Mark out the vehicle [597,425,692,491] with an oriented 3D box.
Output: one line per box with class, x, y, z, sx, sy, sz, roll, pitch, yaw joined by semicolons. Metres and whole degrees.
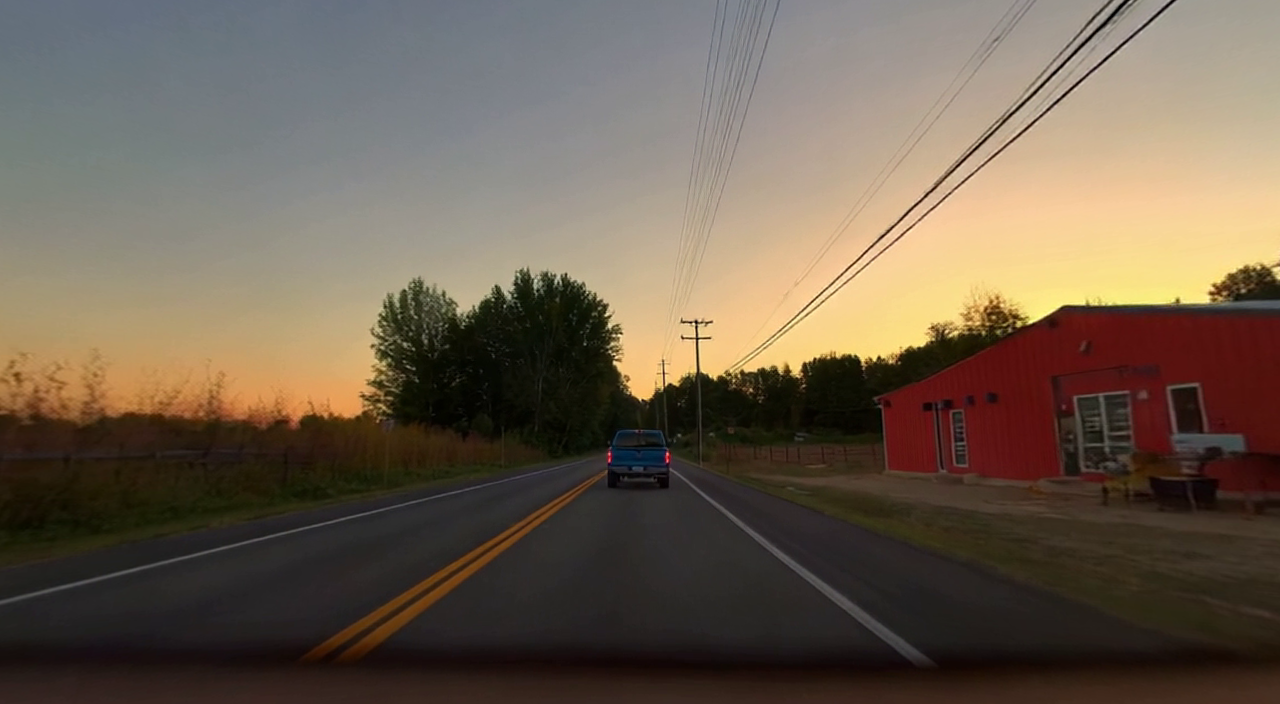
vehicle;0.098;3.837;23.246;2.921;2.031;7.416;0;-9;-1
